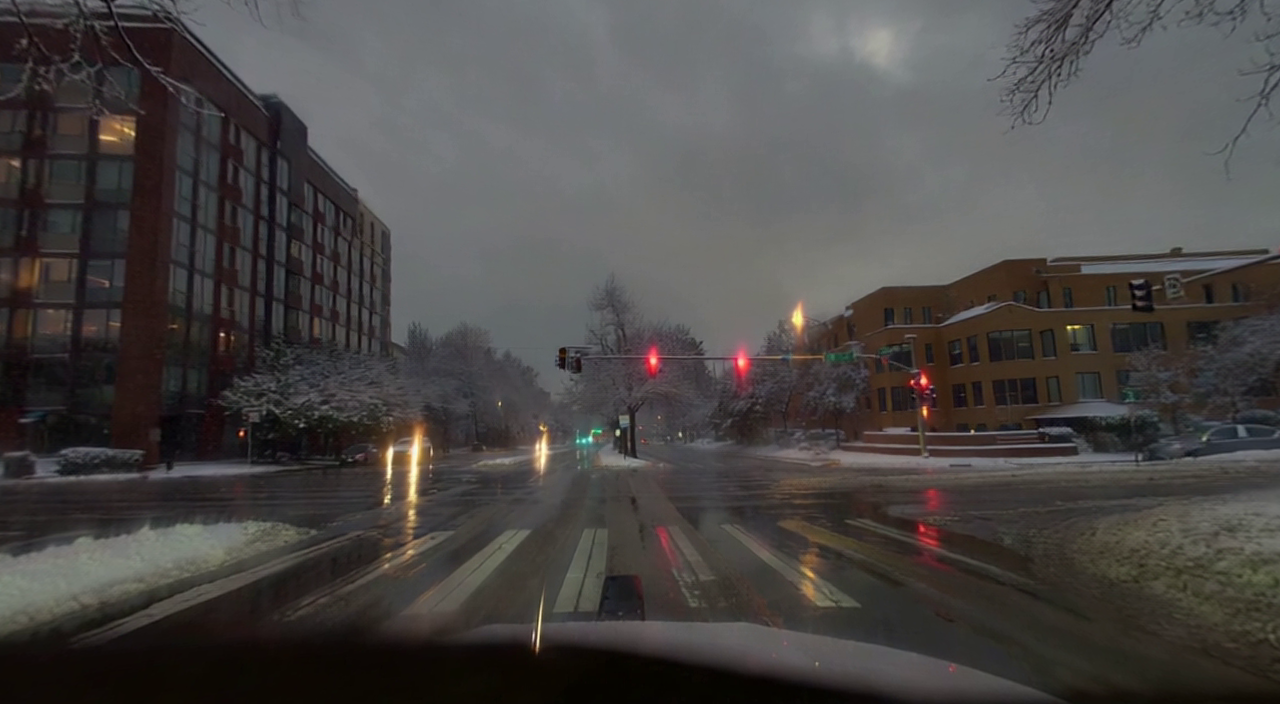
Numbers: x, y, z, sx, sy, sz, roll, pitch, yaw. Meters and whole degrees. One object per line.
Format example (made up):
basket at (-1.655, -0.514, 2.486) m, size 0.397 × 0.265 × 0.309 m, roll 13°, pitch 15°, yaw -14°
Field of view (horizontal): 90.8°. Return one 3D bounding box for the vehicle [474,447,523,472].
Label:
vehicle at (-8.028, 6.131, 36.195) m, size 1.910 × 1.288 × 4.093 m, roll 0°, pitch -9°, yaw 0°

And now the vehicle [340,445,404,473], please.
vehicle at (-18.568, 7.411, 44.076) m, size 2.237 × 1.842 × 5.116 m, roll 0°, pitch -9°, yaw 0°

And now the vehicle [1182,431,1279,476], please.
vehicle at (22.313, 3.572, 22.367) m, size 4.474 × 1.477 × 1.908 m, roll 0°, pitch -9°, yaw -3°

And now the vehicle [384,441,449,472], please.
vehicle at (-15.156, 7.124, 43.249) m, size 2.340 × 1.946 × 5.450 m, roll -1°, pitch -9°, yaw 1°

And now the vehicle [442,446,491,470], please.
vehicle at (-11.683, 7.147, 42.770) m, size 2.003 × 1.476 × 4.297 m, roll -1°, pitch -9°, yaw 1°

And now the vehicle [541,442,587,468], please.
vehicle at (-4.596, 6.295, 38.754) m, size 2.109 × 1.461 × 4.637 m, roll -1°, pitch -9°, yaw 2°
